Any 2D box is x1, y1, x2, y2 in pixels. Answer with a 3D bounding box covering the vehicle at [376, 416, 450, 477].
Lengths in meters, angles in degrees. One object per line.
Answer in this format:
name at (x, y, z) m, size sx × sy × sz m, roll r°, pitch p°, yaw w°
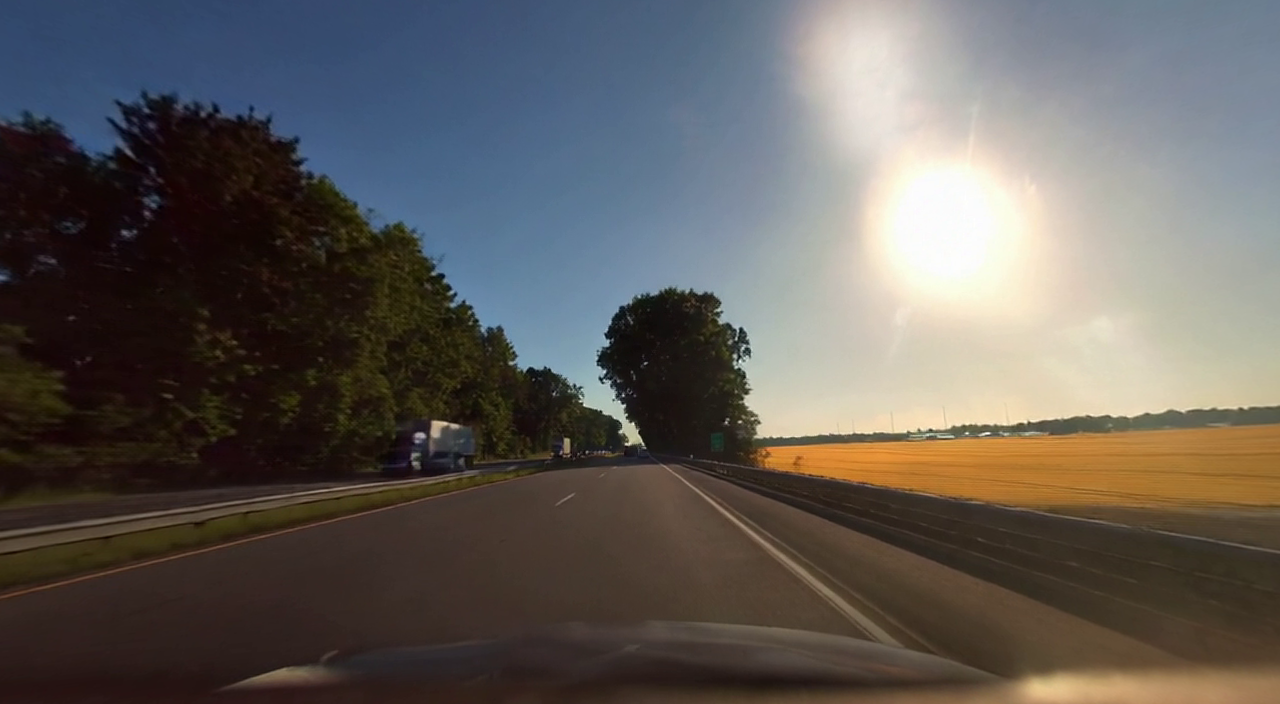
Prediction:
vehicle at (-15.794, 6.654, 44.394) m, size 2.956 × 3.925 × 5.821 m, roll 0°, pitch -9°, yaw 0°
